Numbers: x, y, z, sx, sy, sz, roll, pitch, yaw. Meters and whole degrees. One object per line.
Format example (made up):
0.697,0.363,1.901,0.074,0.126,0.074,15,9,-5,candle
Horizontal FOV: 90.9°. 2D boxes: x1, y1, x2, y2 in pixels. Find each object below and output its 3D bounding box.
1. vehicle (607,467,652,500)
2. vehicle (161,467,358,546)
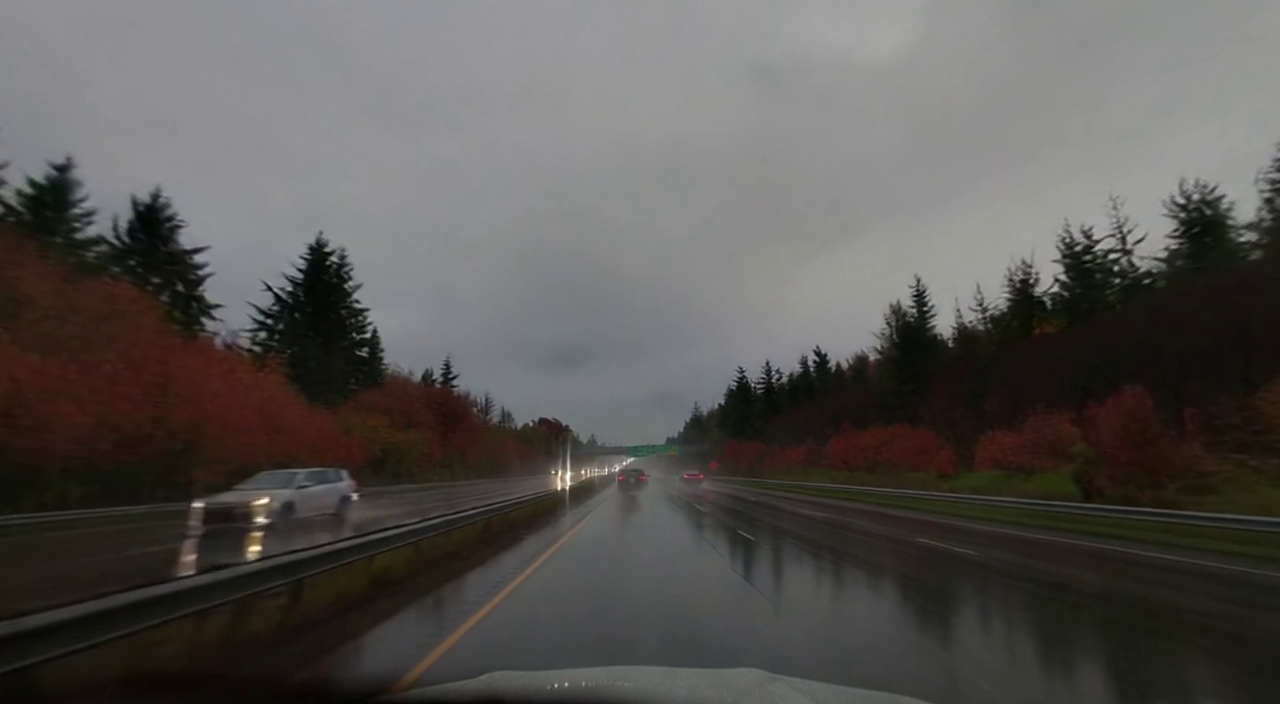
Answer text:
-0.495,6.460,31.092,2.060,1.473,3.726,1,-10,0,vehicle
-8.341,3.378,14.327,1.970,1.493,3.879,1,-10,1,vehicle
